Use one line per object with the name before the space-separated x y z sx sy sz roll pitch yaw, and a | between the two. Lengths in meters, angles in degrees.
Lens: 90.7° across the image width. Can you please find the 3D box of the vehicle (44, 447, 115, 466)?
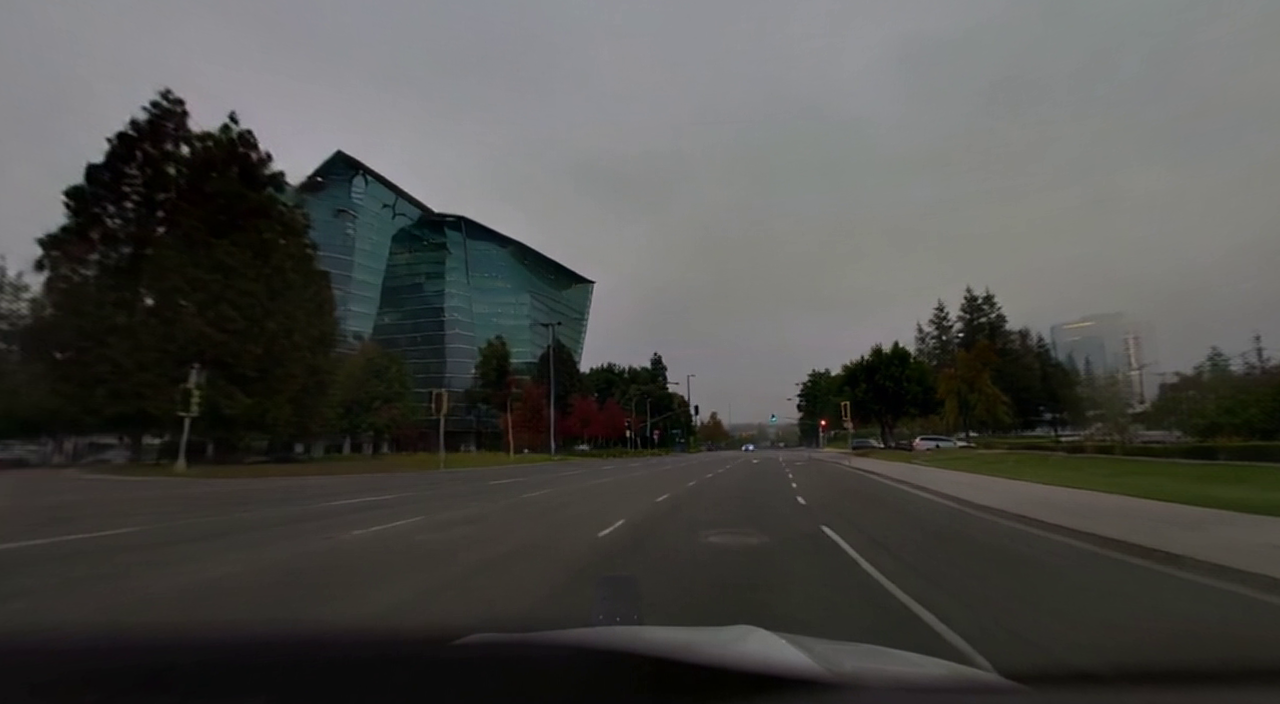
vehicle | -43.890 8.165 49.673 1.713 1.421 3.799 -2 -9 12

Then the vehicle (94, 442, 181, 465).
vehicle | -38.724 7.841 48.949 1.946 1.658 5.042 -2 -9 13

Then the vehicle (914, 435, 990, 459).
vehicle | 21.643 6.611 44.076 4.341 1.479 1.729 -3 -7 13
